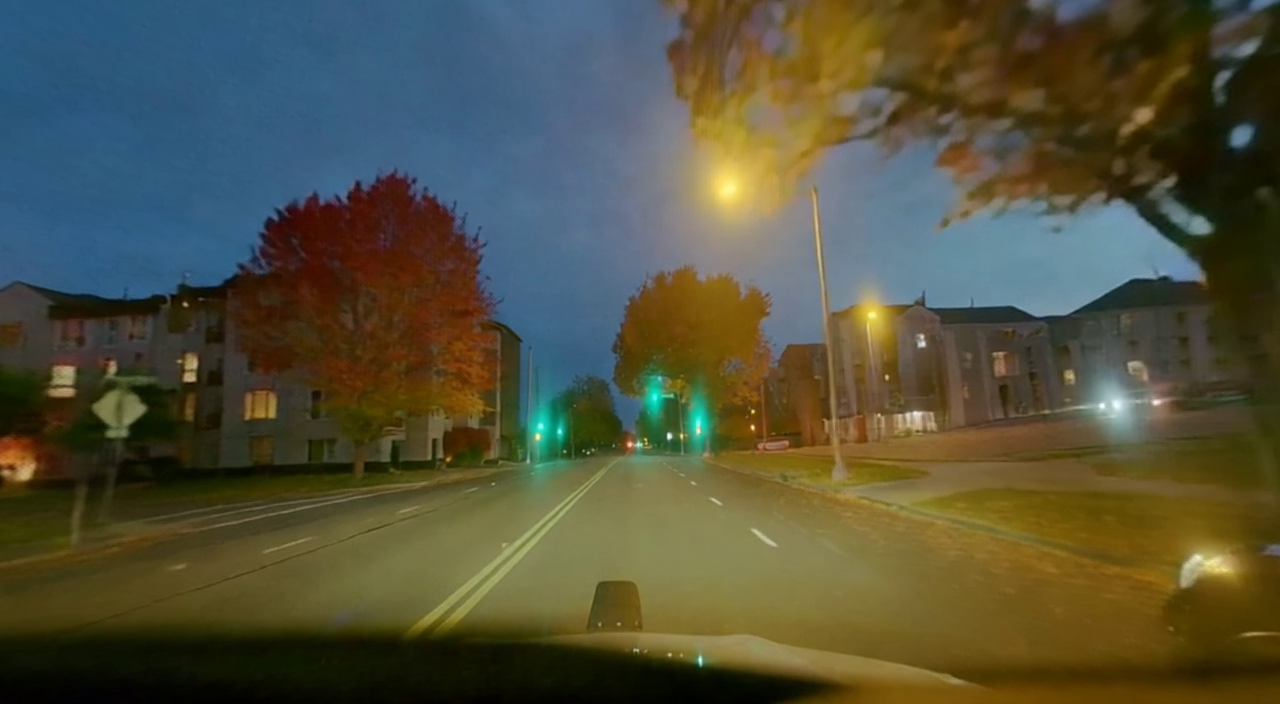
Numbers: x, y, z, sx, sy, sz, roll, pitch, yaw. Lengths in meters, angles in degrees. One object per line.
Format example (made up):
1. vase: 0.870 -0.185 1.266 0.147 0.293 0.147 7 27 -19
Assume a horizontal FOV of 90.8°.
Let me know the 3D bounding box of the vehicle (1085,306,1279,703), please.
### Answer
1. vehicle: 3.202 0.511 0.422 2.224 1.791 4.834 0 -8 0
